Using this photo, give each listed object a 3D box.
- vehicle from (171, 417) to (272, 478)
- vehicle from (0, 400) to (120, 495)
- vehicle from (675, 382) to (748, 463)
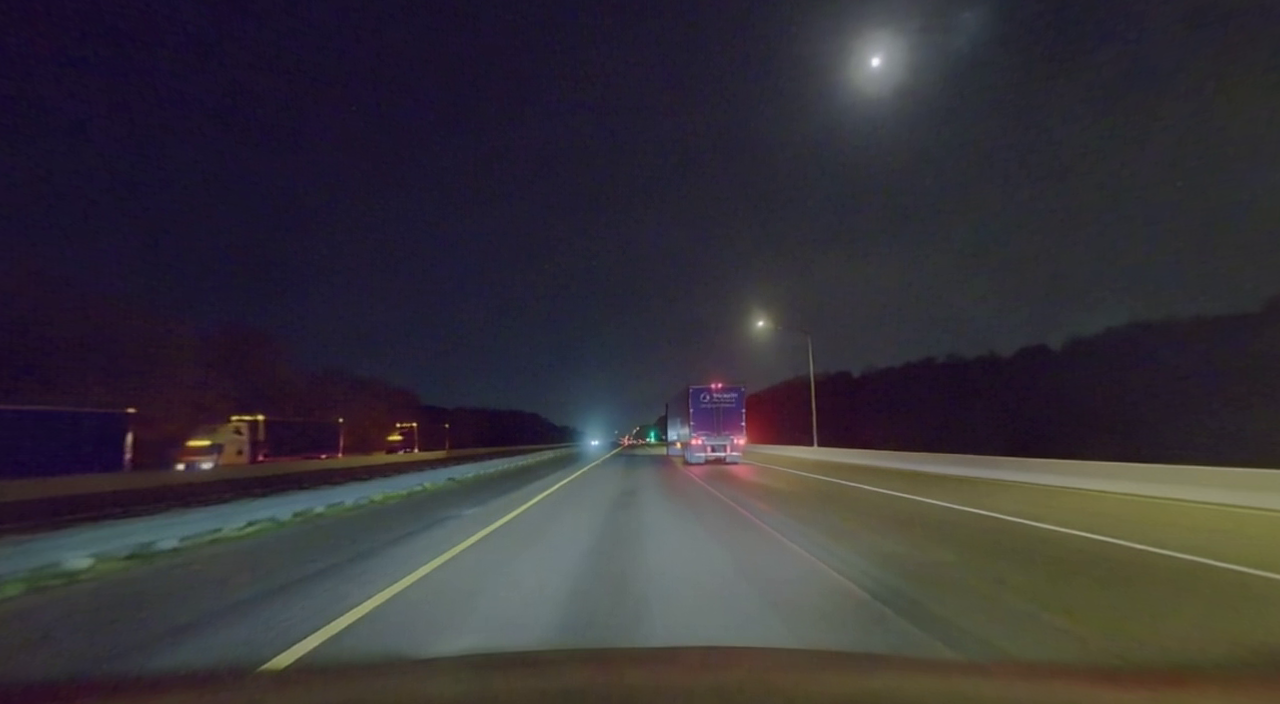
[{"bbox_3d":[-30.699,6.964,46.516,2.964,4.145,6.342,0,-7,0],"label":"vehicle"},{"bbox_3d":[-29.800,4.183,27.458,2.944,4.141,14.436,0,-8,-5],"label":"vehicle"},{"bbox_3d":[3.642,3.934,34.299,2.888,3.866,8.380,0,-8,-1],"label":"vehicle"}]
